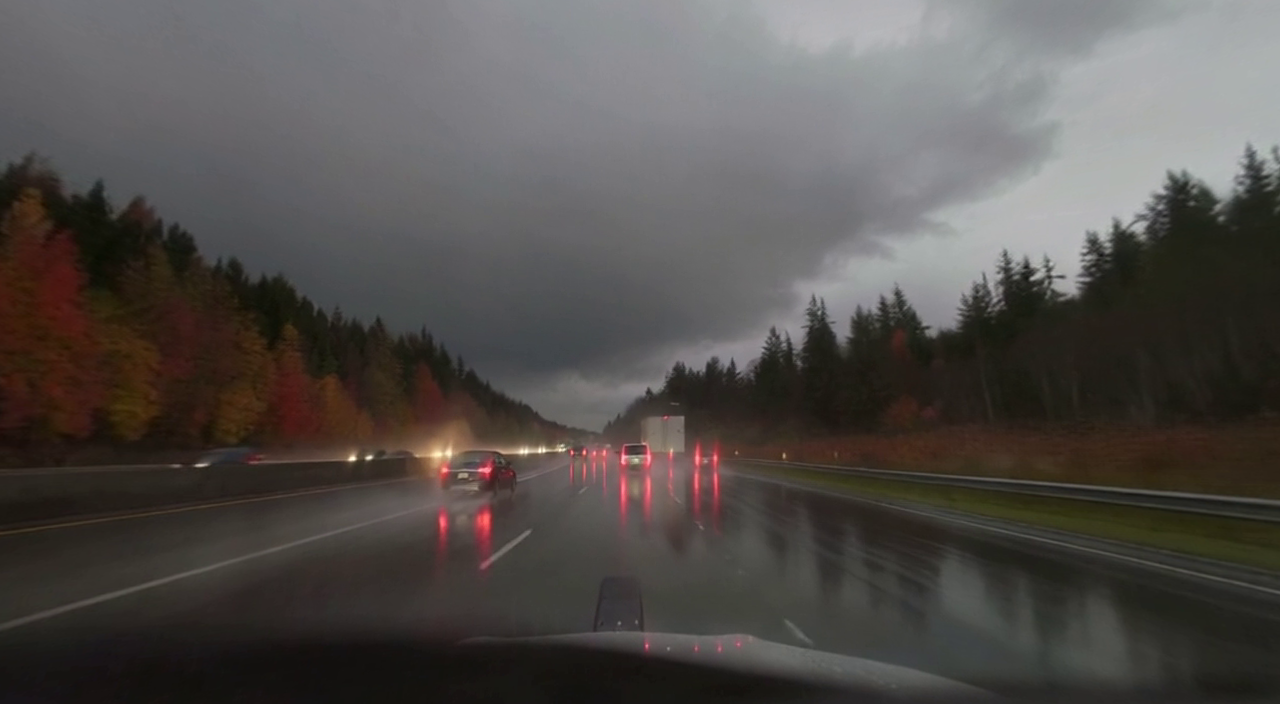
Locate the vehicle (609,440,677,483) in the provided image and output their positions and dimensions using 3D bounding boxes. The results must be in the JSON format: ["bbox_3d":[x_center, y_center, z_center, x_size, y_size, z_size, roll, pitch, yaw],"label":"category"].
[{"bbox_3d":[0.092,4.591,26.548,2.634,1.679,4.070,0,-9,0],"label":"vehicle"}]

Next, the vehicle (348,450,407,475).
[{"bbox_3d":[-18.063,7.599,43.343,2.003,1.593,4.777,0,-9,0],"label":"vehicle"}]

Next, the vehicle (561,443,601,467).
[{"bbox_3d":[-4.371,7.754,47.174,2.545,1.679,4.267,0,-9,0],"label":"vehicle"}]

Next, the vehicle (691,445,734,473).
[{"bbox_3d":[4.262,6.349,37.457,2.035,1.571,4.413,0,-9,0],"label":"vehicle"}]

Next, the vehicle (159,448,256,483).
[{"bbox_3d":[-22.094,5.782,32.255,1.919,1.671,4.274,0,-9,0],"label":"vehicle"}]

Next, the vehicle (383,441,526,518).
[{"bbox_3d":[-4.024,2.821,14.410,2.017,1.469,4.113,0,-9,0],"label":"vehicle"}]
